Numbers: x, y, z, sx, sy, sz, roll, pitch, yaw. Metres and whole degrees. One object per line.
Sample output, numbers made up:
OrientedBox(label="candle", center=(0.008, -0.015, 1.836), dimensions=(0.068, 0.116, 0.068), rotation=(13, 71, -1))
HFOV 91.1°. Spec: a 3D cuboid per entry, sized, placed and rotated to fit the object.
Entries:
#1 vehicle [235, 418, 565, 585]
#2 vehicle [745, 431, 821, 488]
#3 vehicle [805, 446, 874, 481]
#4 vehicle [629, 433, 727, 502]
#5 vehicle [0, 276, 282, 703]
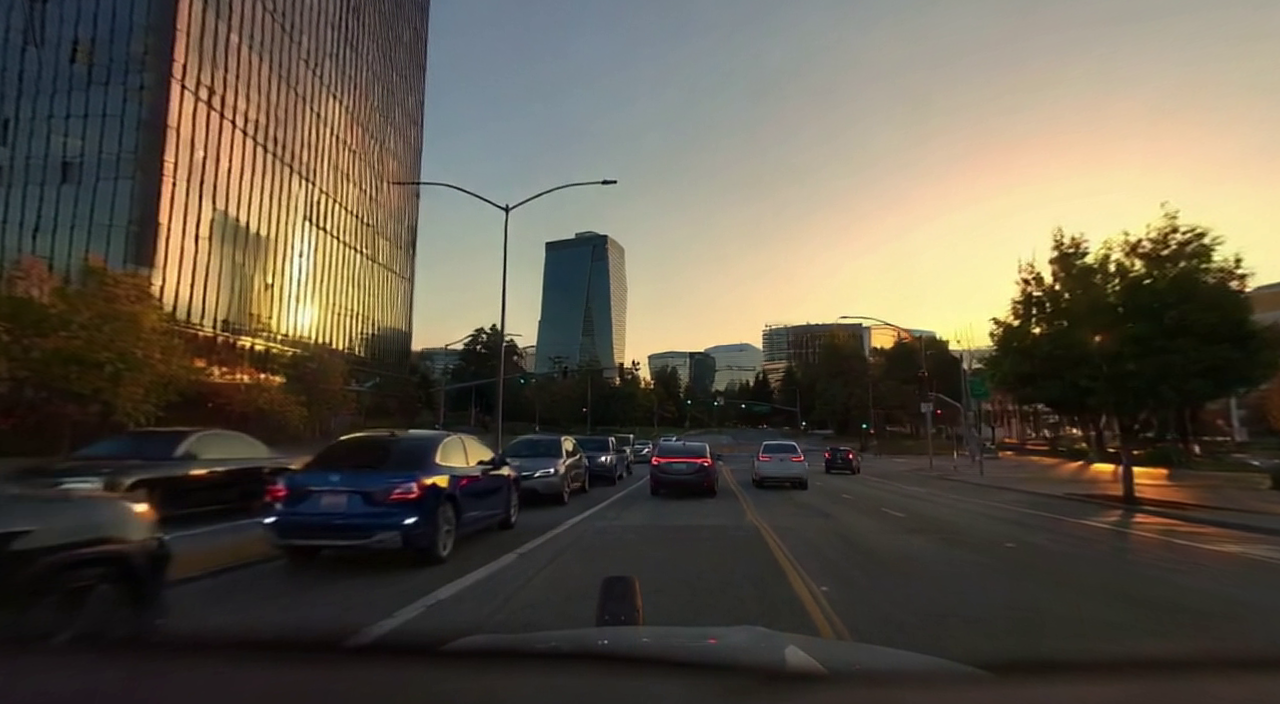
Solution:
OrientedBox(label="vehicle", center=(-2.554, 1.719, 8.159), dimensions=(2.068, 1.525, 4.452), rotation=(-1, -9, 8))
OrientedBox(label="vehicle", center=(5.005, 3.837, 22.708), dimensions=(2.102, 1.815, 4.716), rotation=(-1, -9, 6))
OrientedBox(label="vehicle", center=(9.359, 5.250, 29.859), dimensions=(2.120, 1.497, 4.323), rotation=(0, -8, 4))
OrientedBox(label="vehicle", center=(1.105, 2.983, 16.716), dimensions=(2.205, 1.537, 4.895), rotation=(-1, -8, 6))
OrientedBox(label="vehicle", center=(-3.347, 0.535, 1.263), dimensions=(2.142, 1.834, 4.588), rotation=(-1, -9, 7))
